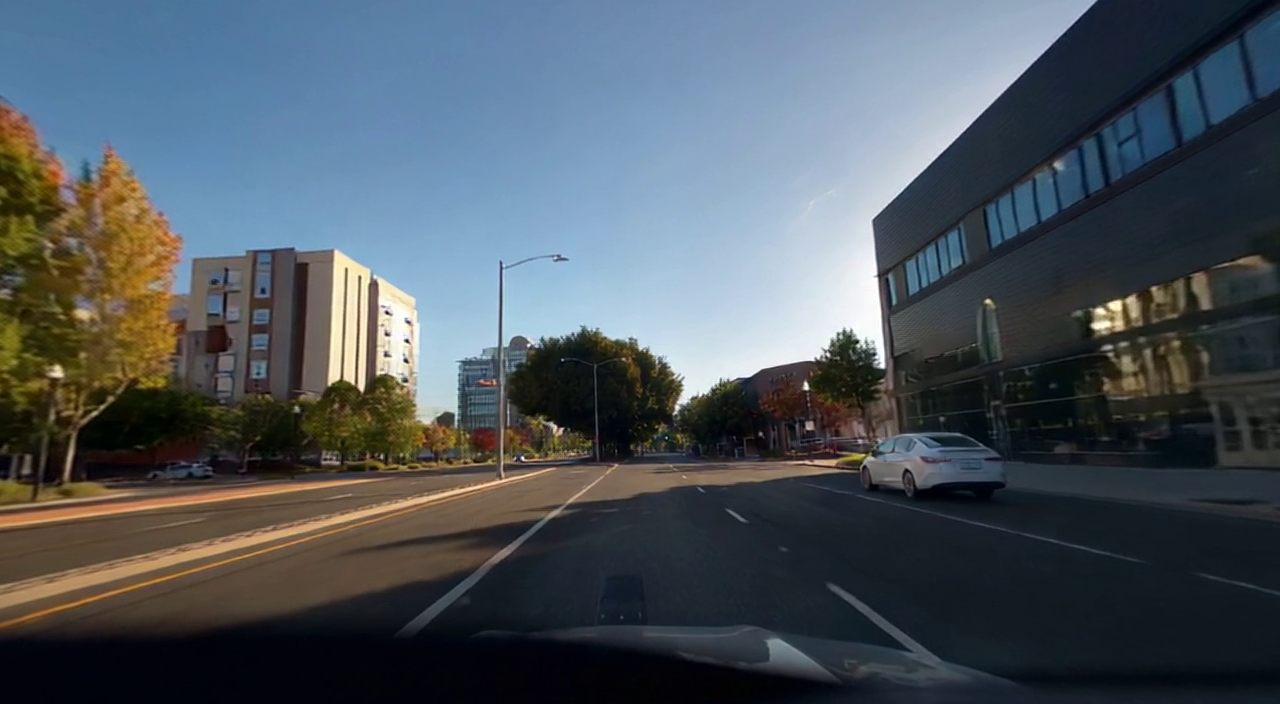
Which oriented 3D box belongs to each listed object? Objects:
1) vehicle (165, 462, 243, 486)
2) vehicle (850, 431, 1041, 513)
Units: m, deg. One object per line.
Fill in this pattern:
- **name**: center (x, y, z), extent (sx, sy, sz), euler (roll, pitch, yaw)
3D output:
- **vehicle**: center (-32.752, 9.124, 47.534), extent (1.990, 1.595, 4.310), euler (-8, -11, 40)
- **vehicle**: center (6.527, 2.602, 14.260), extent (1.913, 1.504, 4.738), euler (0, -8, 0)
